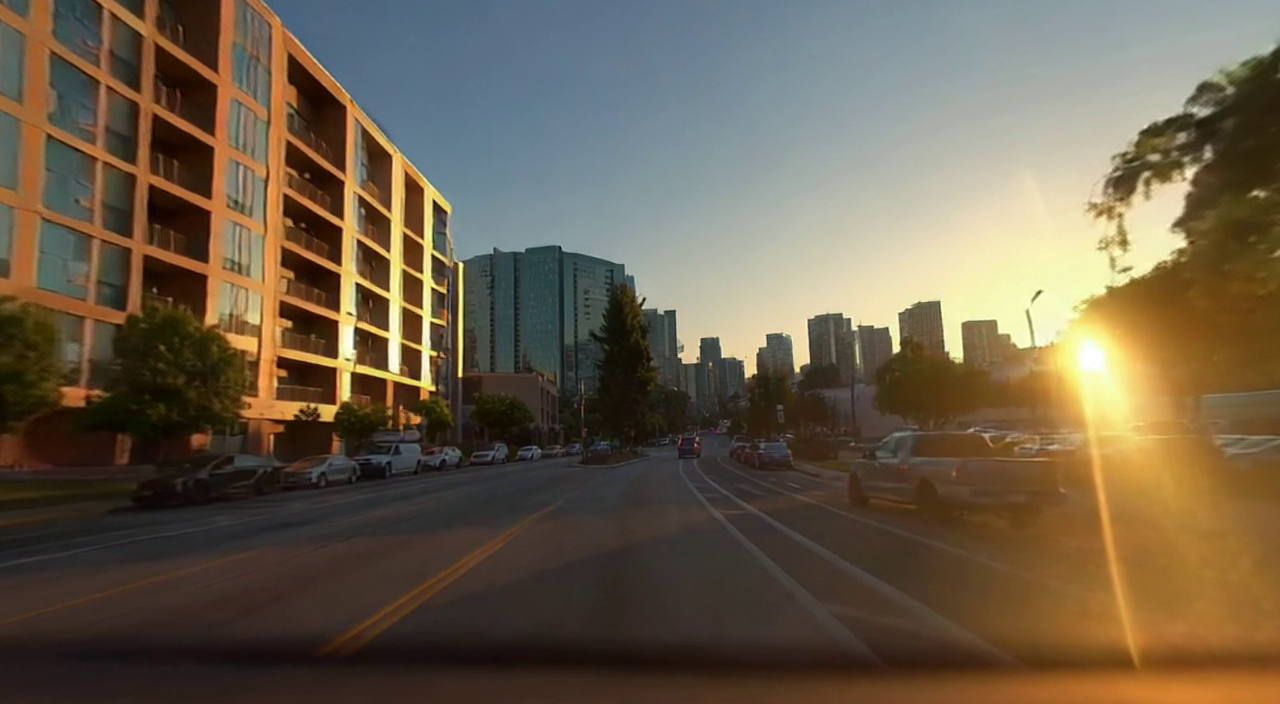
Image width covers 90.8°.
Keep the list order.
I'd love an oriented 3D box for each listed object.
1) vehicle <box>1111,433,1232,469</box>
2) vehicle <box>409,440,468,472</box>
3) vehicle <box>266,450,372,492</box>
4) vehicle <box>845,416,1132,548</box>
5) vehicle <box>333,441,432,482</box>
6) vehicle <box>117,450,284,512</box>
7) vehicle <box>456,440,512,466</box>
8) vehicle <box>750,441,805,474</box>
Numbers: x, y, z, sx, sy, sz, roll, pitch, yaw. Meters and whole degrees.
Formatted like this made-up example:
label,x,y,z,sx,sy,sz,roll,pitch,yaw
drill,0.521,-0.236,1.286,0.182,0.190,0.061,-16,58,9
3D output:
label,x,y,z,sx,sy,sz,roll,pitch,yaw
vehicle,22.755,4.232,27.250,1.797,1.425,3.794,0,-8,-3
vehicle,-12.254,6.299,38.682,2.001,1.836,4.471,0,-8,2
vehicle,-12.338,4.566,24.638,1.723,1.418,4.359,0,-8,2
vehicle,5.646,2.165,11.405,2.102,1.781,5.470,0,-8,1
vehicle,-12.454,5.296,31.106,2.290,1.799,5.801,0,-8,1
vehicle,-12.248,3.580,17.978,1.926,1.499,3.869,0,-8,0
vehicle,-11.652,7.553,47.626,2.137,1.835,5.833,-1,-8,7
vehicle,6.674,5.170,31.177,1.947,1.487,4.549,0,-8,3
